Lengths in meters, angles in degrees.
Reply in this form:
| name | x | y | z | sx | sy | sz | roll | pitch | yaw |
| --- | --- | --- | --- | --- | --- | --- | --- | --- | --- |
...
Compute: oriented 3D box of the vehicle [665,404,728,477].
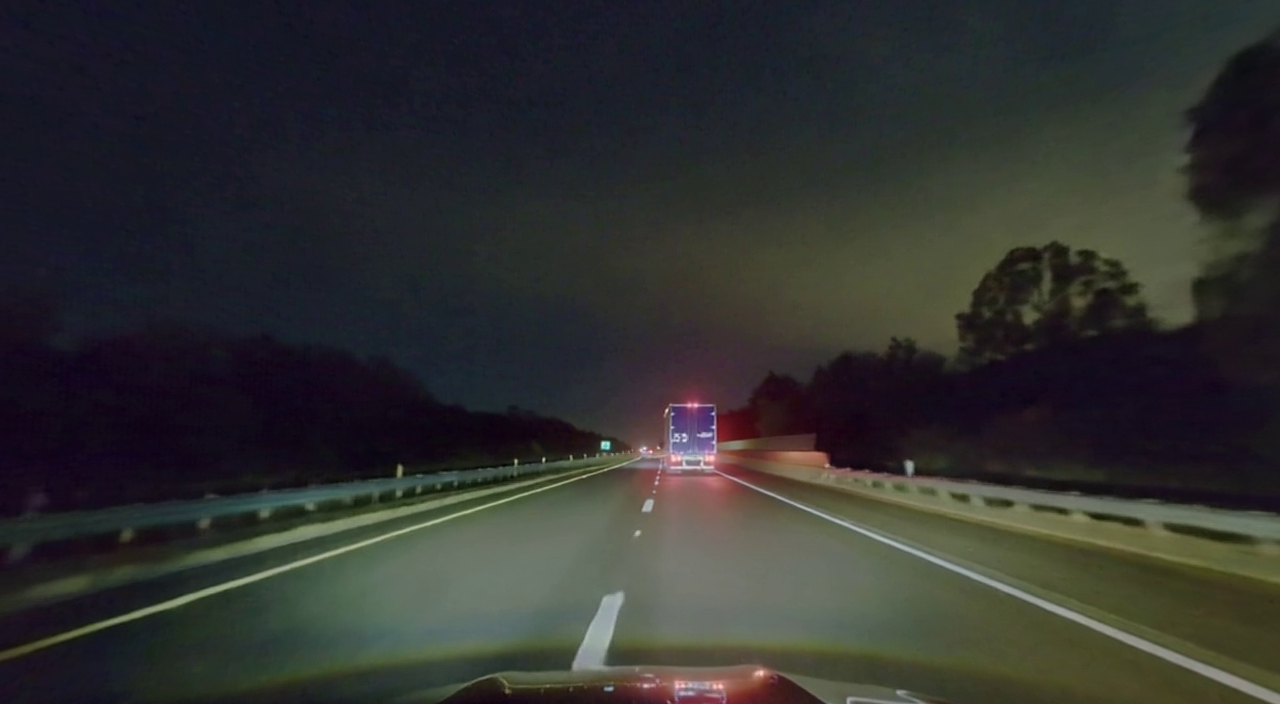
| name | x | y | z | sx | sy | sz | roll | pitch | yaw |
| --- | --- | --- | --- | --- | --- | --- | --- | --- | --- |
| vehicle | 3.144 | 5.350 | 37.660 | 3.107 | 3.718 | 10.231 | 1 | -9 | 2 |
